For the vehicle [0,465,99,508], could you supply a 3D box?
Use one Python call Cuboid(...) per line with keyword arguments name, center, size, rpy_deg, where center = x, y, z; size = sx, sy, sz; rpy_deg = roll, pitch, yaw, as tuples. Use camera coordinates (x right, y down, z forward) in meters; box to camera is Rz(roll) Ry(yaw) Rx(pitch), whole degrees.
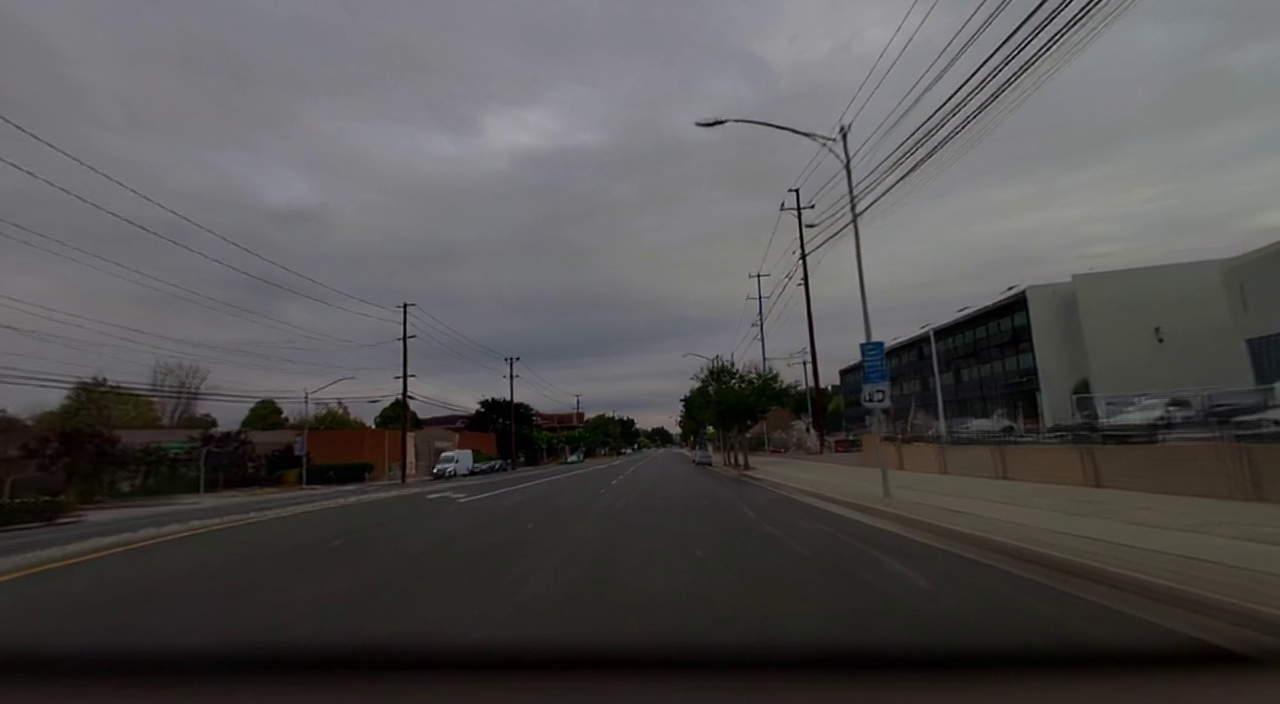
Cuboid(name="vehicle", center=(-32.023, 7.115, 33.324), size=(4.902, 1.635, 2.098), rpy_deg=(-6, -8, -15))
